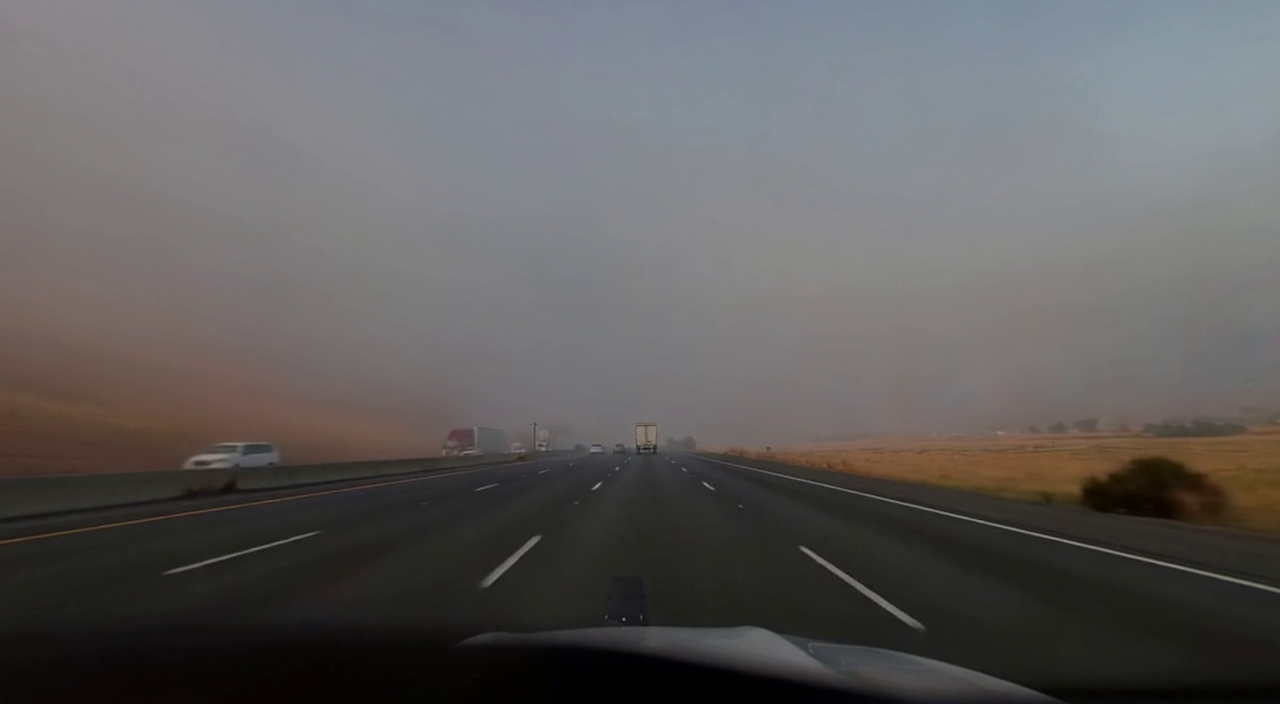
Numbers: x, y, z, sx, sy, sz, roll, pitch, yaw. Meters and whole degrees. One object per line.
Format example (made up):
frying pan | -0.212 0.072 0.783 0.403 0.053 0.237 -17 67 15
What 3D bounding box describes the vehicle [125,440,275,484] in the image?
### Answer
vehicle | -20.471 5.118 29.827 2.797 1.831 5.896 0 -8 0
